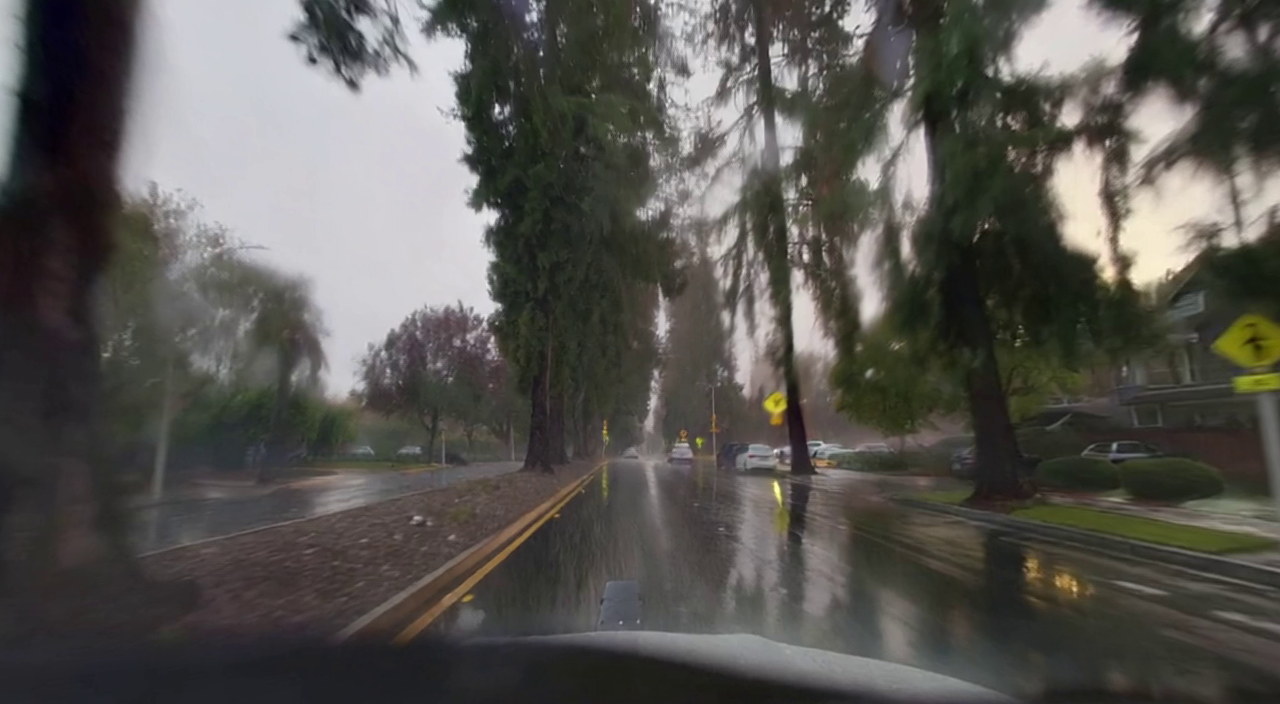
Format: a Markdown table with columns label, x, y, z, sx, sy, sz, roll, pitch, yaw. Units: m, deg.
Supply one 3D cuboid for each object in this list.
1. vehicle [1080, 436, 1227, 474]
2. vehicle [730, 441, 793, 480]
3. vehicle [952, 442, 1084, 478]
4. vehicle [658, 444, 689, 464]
| label | x | y | z | sx | sy | sz | roll | pitch | yaw |
| --- | --- | --- | --- | --- | --- | --- | --- | --- | --- |
| vehicle | 21.303 | 4.297 | 26.366 | 4.400 | 1.522 | 1.831 | -1 | -8 | 3 |
| vehicle | 6.207 | 5.600 | 32.871 | 2.040 | 1.710 | 5.200 | 4 | -9 | -1 |
| vehicle | 15.804 | 4.532 | 26.595 | 4.331 | 1.413 | 1.892 | 0 | -9 | -1 |
| vehicle | 2.585 | 7.971 | 49.536 | 2.142 | 1.501 | 4.273 | 0 | -8 | -1 |
